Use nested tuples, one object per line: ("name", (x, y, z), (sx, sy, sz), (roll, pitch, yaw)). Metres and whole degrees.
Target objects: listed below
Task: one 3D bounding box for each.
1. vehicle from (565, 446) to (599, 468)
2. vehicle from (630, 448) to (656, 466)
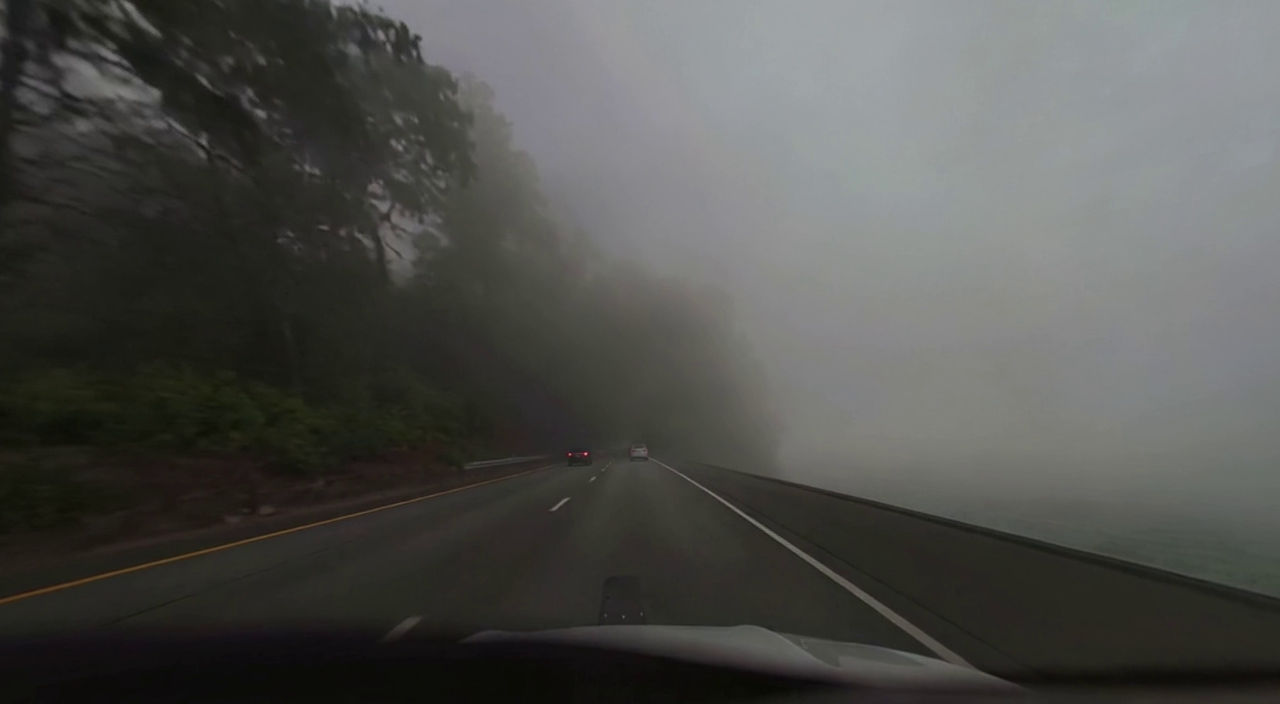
("vehicle", (-4.248, 7.764, 46.708), (2.112, 1.498, 4.117), (0, -9, 0))
("vehicle", (0.206, 8.265, 49.684), (1.989, 1.402, 3.831), (0, -9, 0))
